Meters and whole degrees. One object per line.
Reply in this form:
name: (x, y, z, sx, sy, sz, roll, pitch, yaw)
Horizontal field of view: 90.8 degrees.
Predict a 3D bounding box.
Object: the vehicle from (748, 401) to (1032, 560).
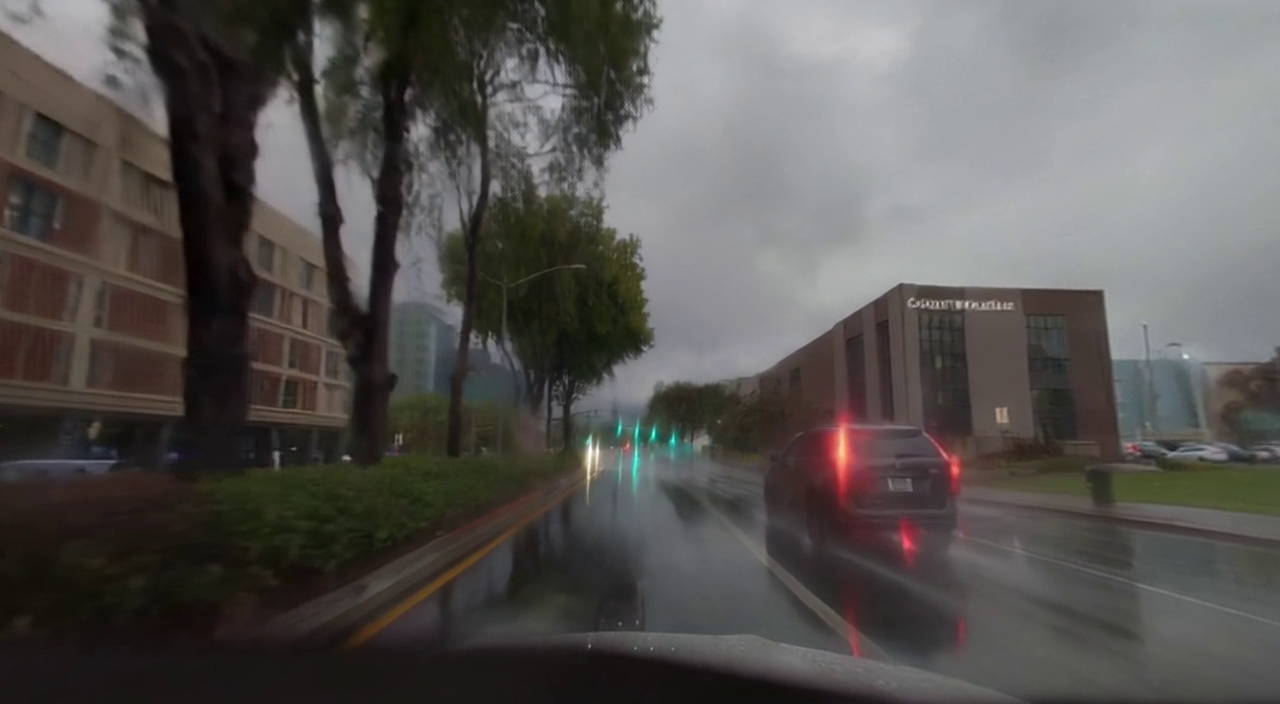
vehicle: (3.587, 1.998, 10.572, 2.505, 1.971, 5.162, 0, -9, -1)
